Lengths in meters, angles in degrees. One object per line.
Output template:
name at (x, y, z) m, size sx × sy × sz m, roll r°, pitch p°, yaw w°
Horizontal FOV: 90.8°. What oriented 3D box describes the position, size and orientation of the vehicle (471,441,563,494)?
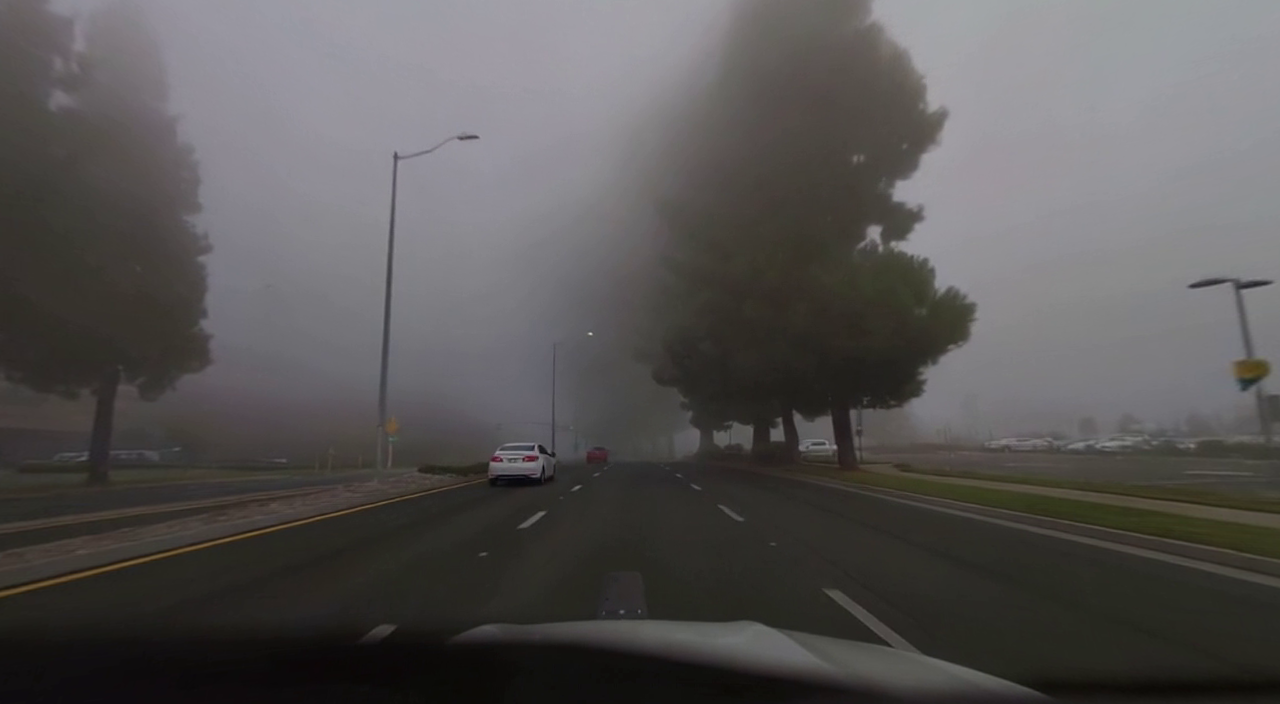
vehicle at (-3.665, 3.525, 19.717) m, size 2.003 × 1.454 × 4.484 m, roll 0°, pitch -9°, yaw 0°
